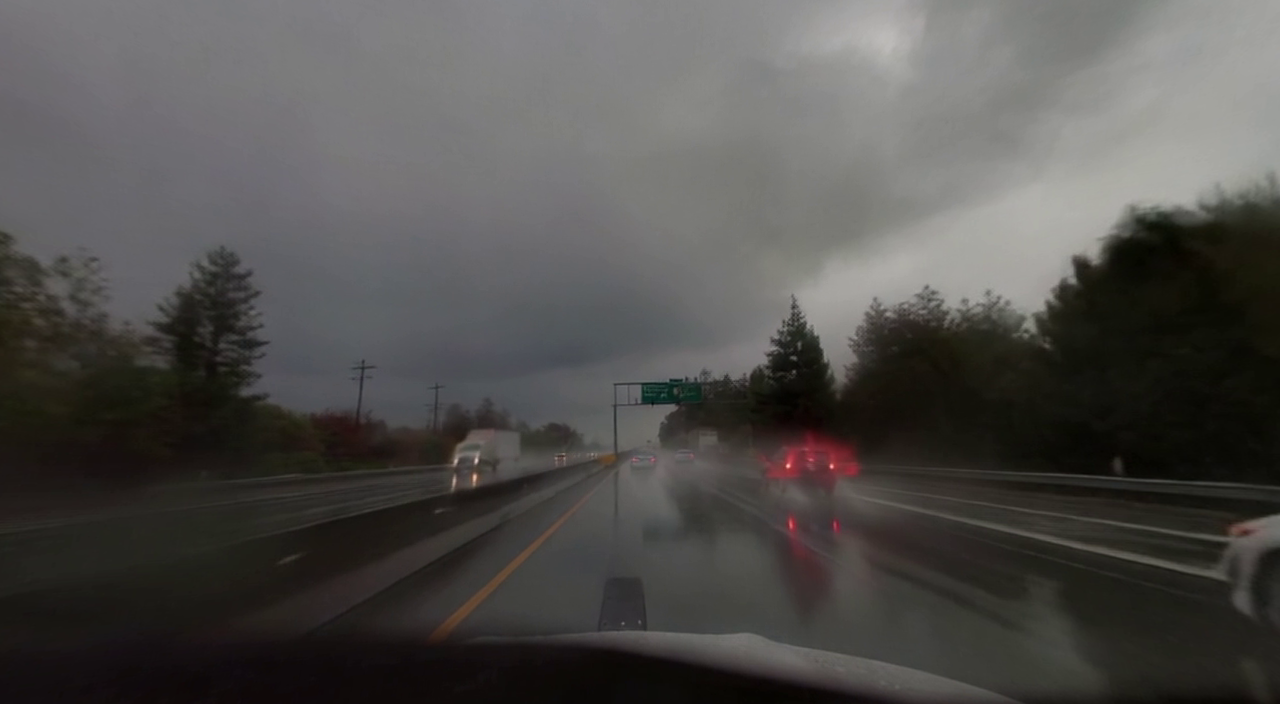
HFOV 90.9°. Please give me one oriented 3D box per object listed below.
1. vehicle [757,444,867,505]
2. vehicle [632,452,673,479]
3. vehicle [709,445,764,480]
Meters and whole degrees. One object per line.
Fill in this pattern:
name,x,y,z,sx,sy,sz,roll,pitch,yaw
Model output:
vehicle,4.658,3.373,17.688,1.952,1.495,3.740,0,-9,-1
vehicle,0.613,5.953,33.300,2.012,1.320,3.777,0,-9,0
vehicle,4.709,5.477,31.469,1.969,1.639,4.472,0,-9,-1
